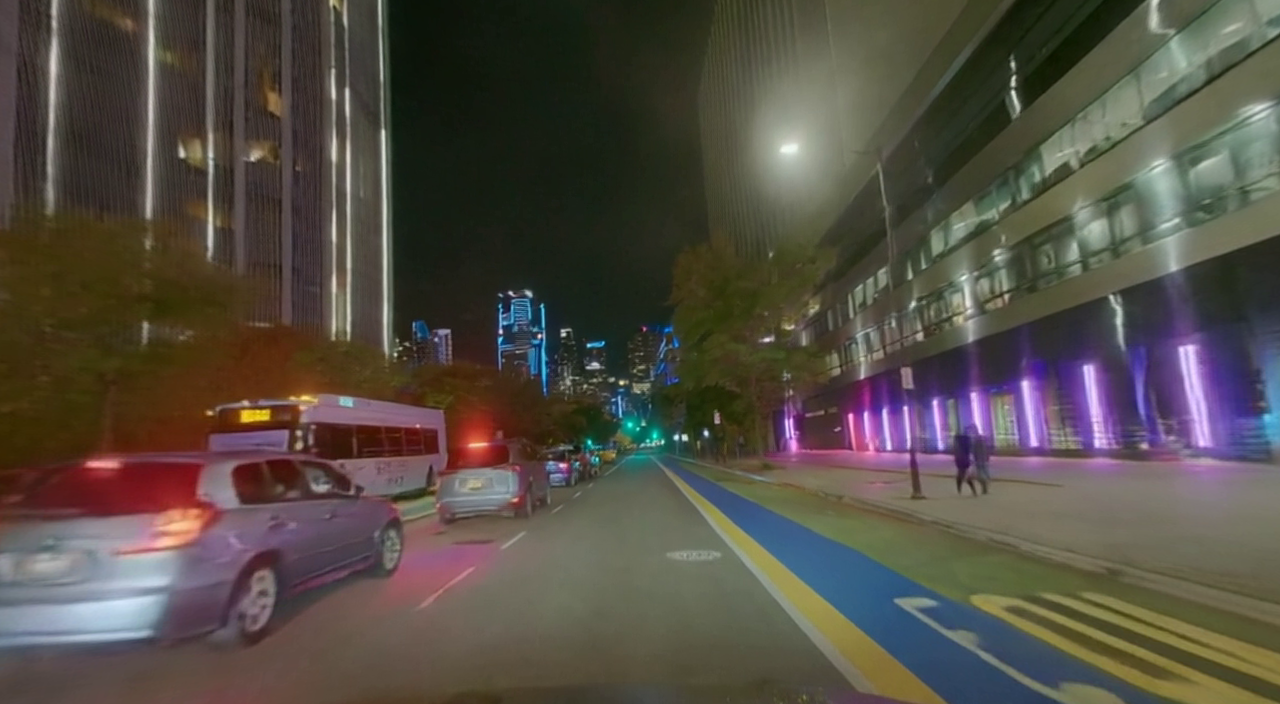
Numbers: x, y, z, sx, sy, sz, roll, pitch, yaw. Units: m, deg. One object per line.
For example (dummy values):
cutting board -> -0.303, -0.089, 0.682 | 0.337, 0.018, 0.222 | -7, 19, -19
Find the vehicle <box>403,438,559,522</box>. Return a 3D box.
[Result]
vehicle -> -3.440, 2.884, 14.858 | 2.266, 1.621, 4.783 | -1, -8, 2

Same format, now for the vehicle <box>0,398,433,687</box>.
vehicle -> -3.836, 1.574, 6.221 | 1.982, 1.710, 4.454 | -4, -9, 1
